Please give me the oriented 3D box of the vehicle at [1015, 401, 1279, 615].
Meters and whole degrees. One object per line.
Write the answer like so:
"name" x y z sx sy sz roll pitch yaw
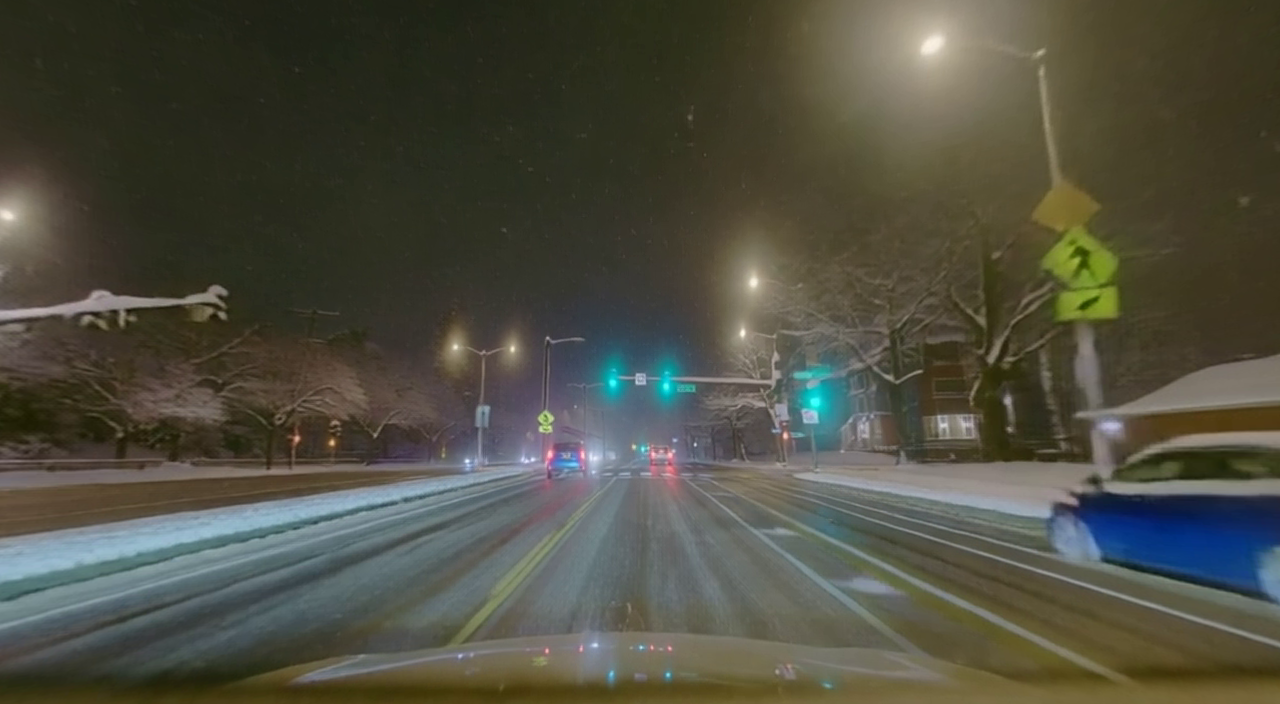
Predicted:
"vehicle" 6.102 1.373 5.902 2.038 1.687 4.985 0 -9 -1

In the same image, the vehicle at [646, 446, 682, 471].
"vehicle" 1.505 6.889 40.997 2.075 1.480 3.920 0 -9 -1

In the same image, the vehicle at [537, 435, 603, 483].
"vehicle" -2.830 4.427 26.375 2.150 1.812 4.423 0 -8 1
